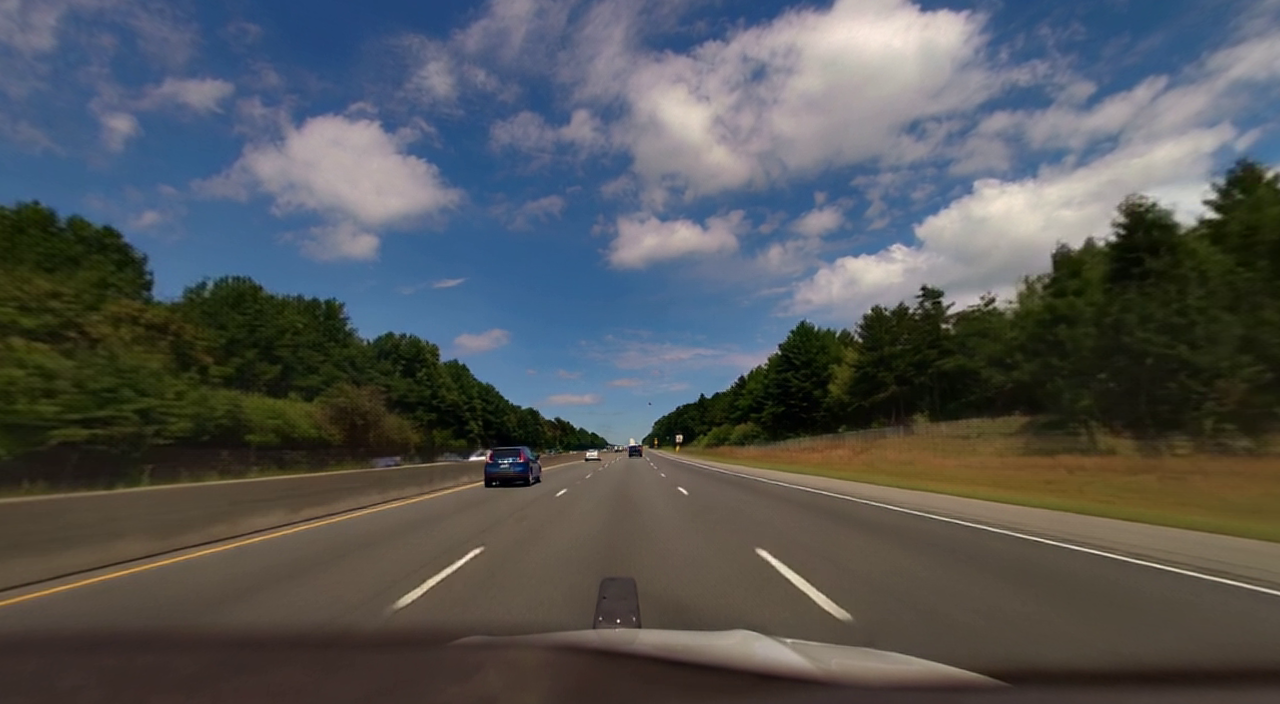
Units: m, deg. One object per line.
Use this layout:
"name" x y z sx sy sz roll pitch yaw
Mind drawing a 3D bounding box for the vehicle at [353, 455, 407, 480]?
"vehicle" -17.194 7.637 41.679 1.838 1.462 4.079 -1 -9 0

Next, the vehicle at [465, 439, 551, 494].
"vehicle" -4.475 3.934 21.969 2.151 1.693 4.201 0 -9 0

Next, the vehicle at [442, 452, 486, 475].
"vehicle" -12.929 8.222 46.331 1.974 1.526 4.335 -1 -9 0
